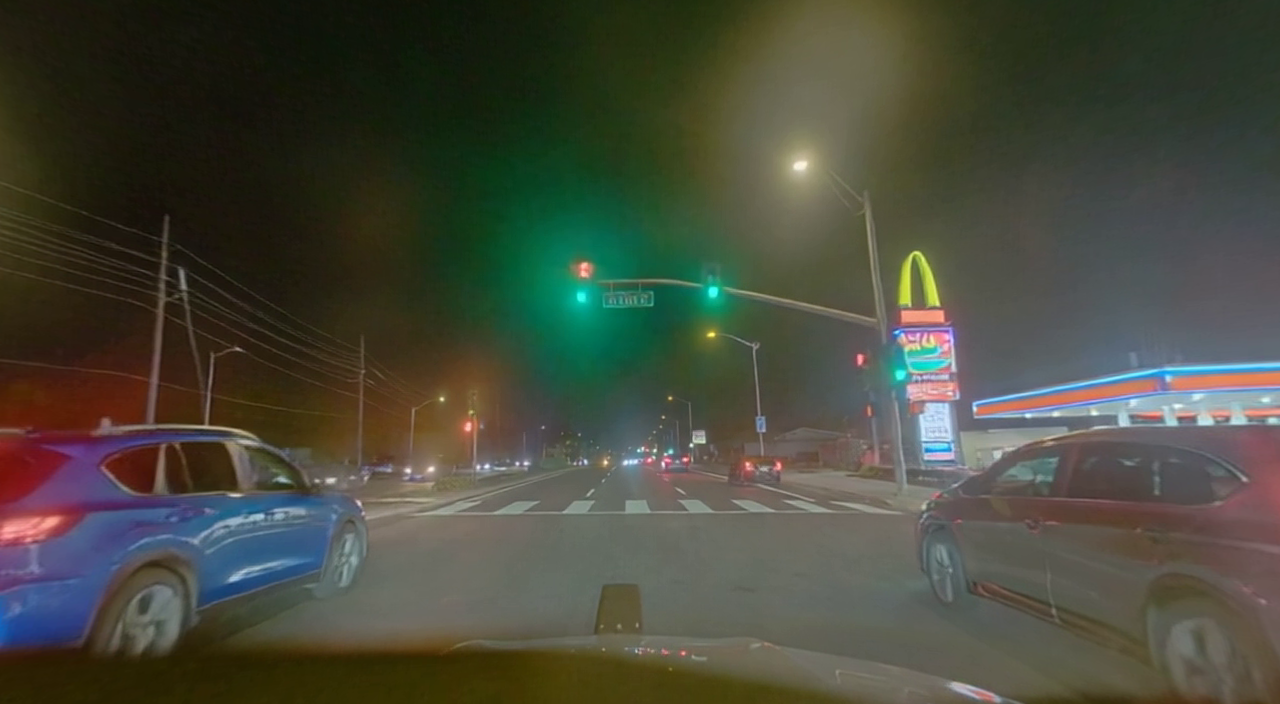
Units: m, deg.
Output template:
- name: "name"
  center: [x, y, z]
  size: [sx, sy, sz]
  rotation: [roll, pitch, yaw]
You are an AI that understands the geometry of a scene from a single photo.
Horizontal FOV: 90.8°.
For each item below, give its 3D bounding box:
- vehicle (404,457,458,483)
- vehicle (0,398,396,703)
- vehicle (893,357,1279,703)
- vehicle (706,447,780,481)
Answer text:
- name: "vehicle"
  center: [-14.728, 8.350, 44.928]
  size: [2.014, 1.616, 5.527]
  rotation: [0, -9, 0]
- name: "vehicle"
  center: [-3.707, 1.330, 4.995]
  size: [1.935, 1.617, 4.045]
  rotation: [0, -9, 0]
- name: "vehicle"
  center: [3.388, 1.033, 3.519]
  size: [2.085, 1.655, 4.459]
  rotation: [0, -9, 0]
- name: "vehicle"
  center: [5.454, 5.974, 34.012]
  size: [2.066, 1.699, 4.419]
  rotation: [3, -9, -19]
